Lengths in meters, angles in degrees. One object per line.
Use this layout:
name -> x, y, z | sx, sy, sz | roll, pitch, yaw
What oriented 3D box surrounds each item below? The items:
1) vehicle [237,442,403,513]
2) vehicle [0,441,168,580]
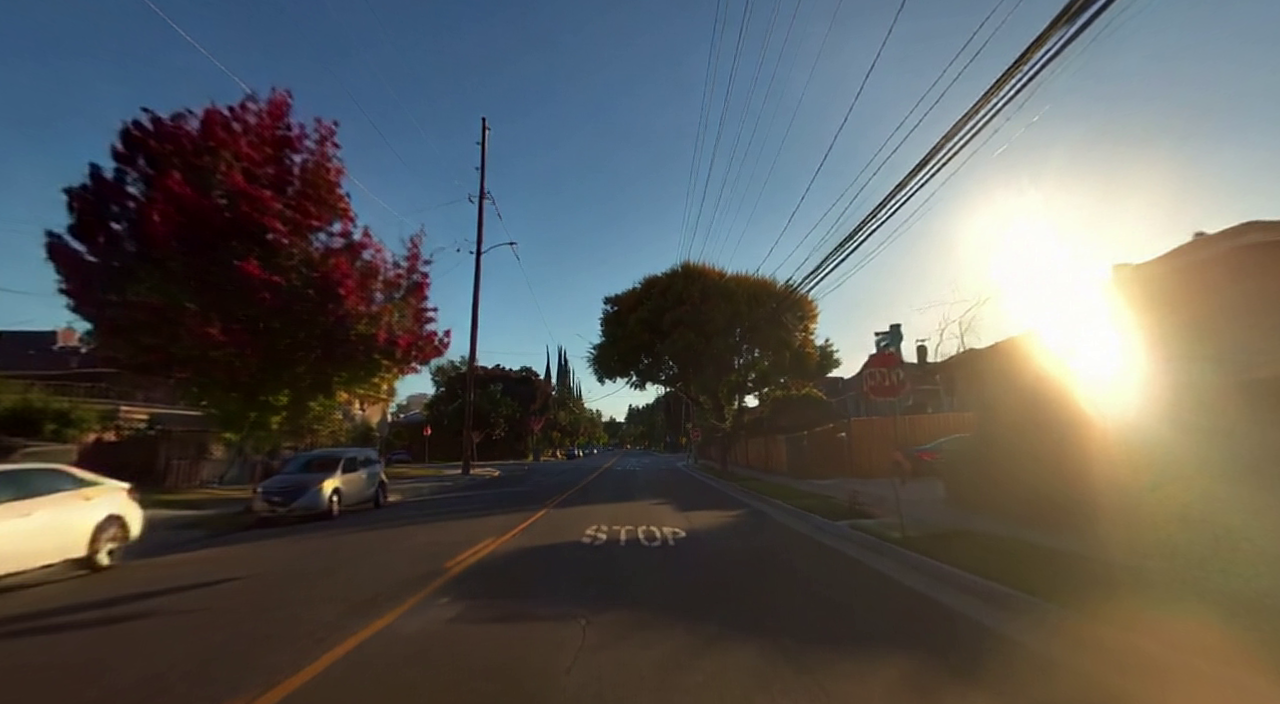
vehicle -> -8.464, 3.318, 17.220 | 2.047, 1.679, 3.948 | -1, -9, 8
vehicle -> -8.509, 1.933, 7.866 | 1.950, 1.627, 4.027 | -1, -9, 4
